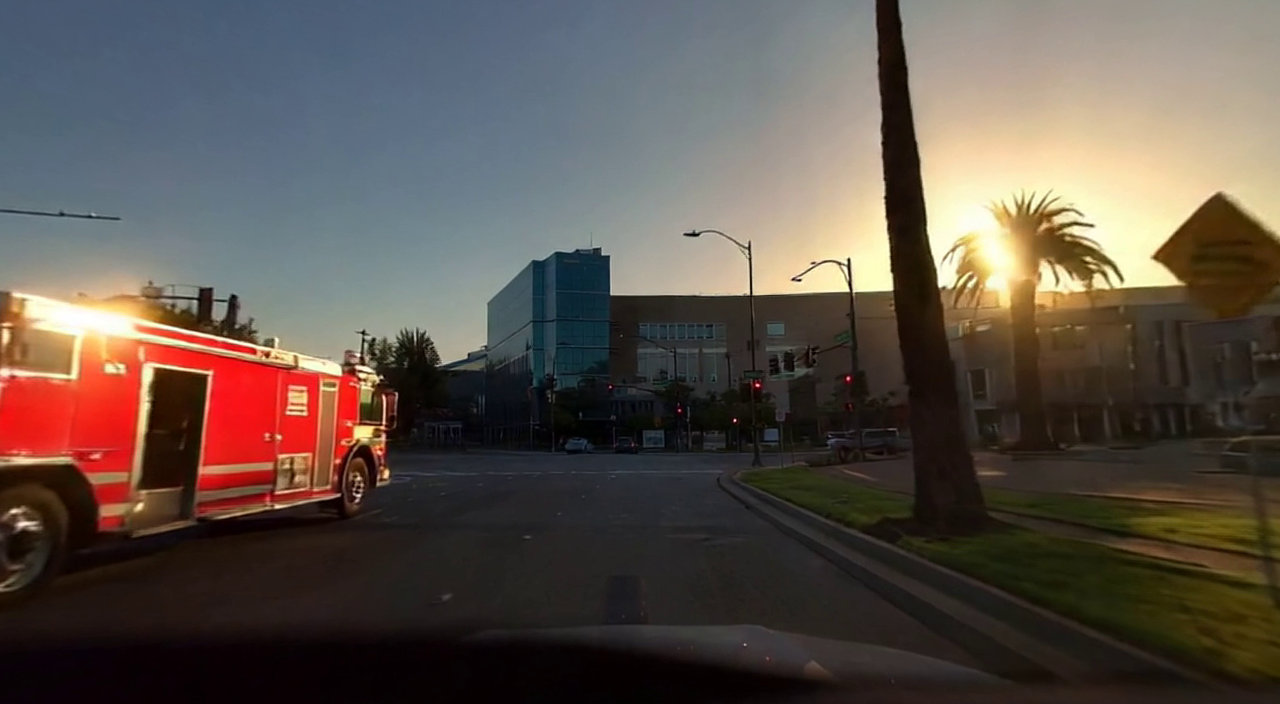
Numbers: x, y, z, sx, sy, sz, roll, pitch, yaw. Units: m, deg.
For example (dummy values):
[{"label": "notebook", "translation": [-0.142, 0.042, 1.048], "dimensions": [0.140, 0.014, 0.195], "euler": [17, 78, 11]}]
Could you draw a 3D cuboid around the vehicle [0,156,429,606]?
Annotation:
[{"label": "vehicle", "translation": [-6.880, 0.948, 9.892], "dimensions": [3.008, 3.730, 11.786], "euler": [0, -9, 0]}]
